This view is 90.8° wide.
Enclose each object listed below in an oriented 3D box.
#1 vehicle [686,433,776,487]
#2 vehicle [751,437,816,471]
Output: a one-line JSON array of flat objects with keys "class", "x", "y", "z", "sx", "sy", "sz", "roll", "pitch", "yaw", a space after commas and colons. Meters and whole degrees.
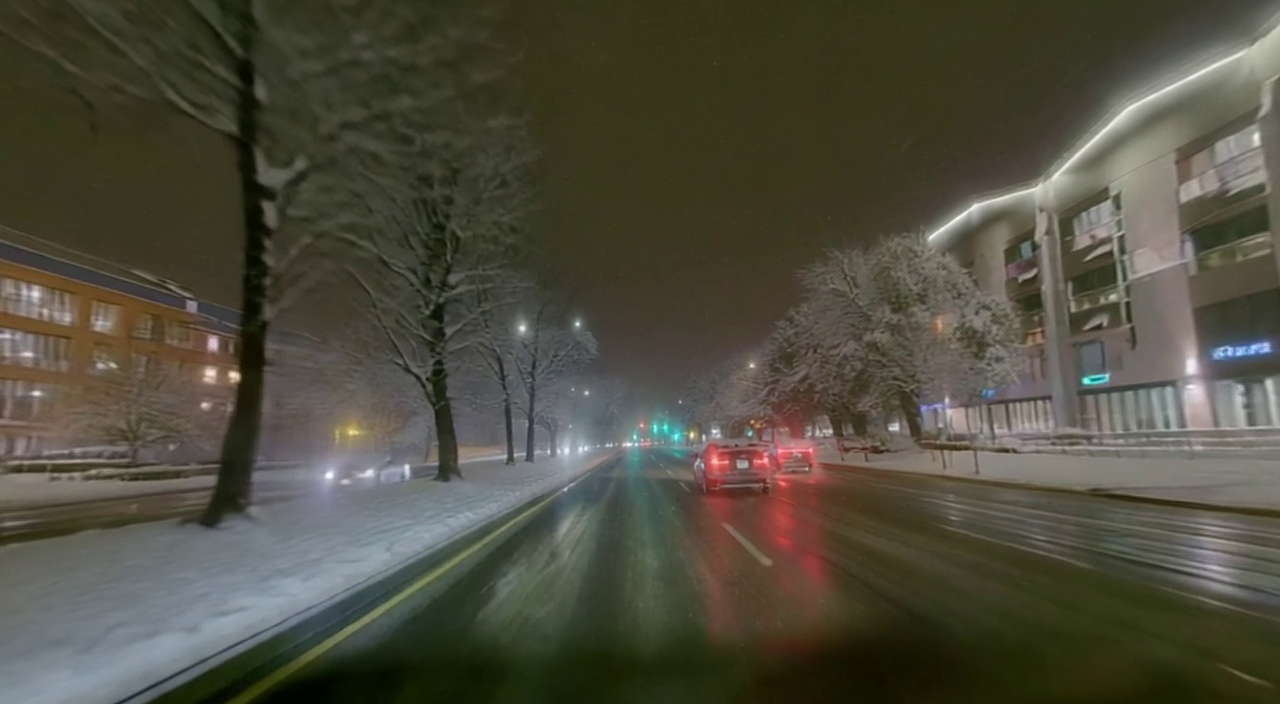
[{"class": "vehicle", "x": 2.723, "y": 3.363, "z": 20.040, "sx": 2.131, "sy": 1.491, "sz": 4.496, "roll": 0, "pitch": -8, "yaw": -1}, {"class": "vehicle", "x": 6.315, "y": 4.535, "z": 28.269, "sx": 1.912, "sy": 1.411, "sz": 4.380, "roll": 0, "pitch": -8, "yaw": 0}]
